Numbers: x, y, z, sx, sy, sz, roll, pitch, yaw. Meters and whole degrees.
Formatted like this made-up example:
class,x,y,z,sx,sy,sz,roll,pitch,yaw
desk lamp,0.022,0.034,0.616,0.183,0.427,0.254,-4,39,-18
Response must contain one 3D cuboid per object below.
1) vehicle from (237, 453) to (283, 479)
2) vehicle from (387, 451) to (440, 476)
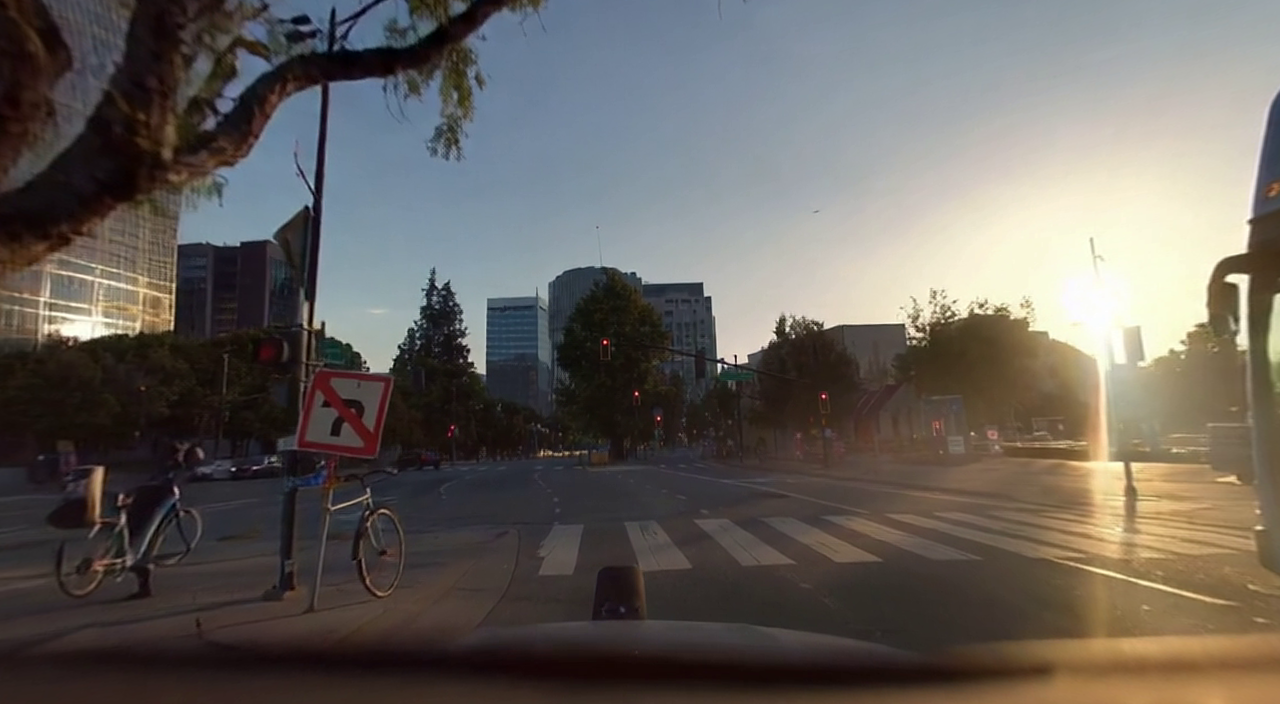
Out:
class,x,y,z,sx,sy,sz,roll,pitch,yaw
vehicle,-28.732,8.566,47.737,2.199,1.838,4.222,7,-11,-40
vehicle,-15.446,7.526,42.982,2.123,1.544,4.158,6,-11,-37
